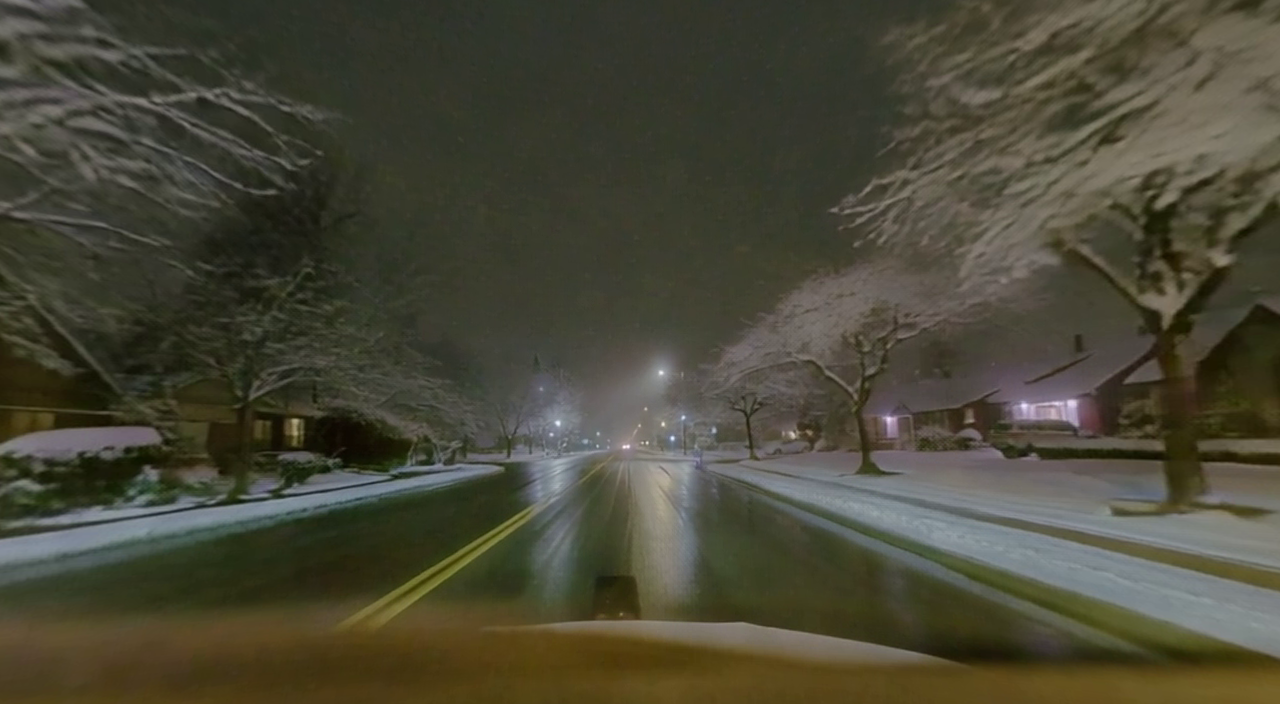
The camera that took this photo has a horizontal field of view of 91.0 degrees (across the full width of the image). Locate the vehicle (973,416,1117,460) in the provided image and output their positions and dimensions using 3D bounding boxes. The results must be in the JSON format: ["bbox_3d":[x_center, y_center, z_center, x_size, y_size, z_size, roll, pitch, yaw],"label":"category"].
[{"bbox_3d":[16.955,3.629,26.522,4.562,1.736,2.092,0,-8,-2],"label":"vehicle"}]
